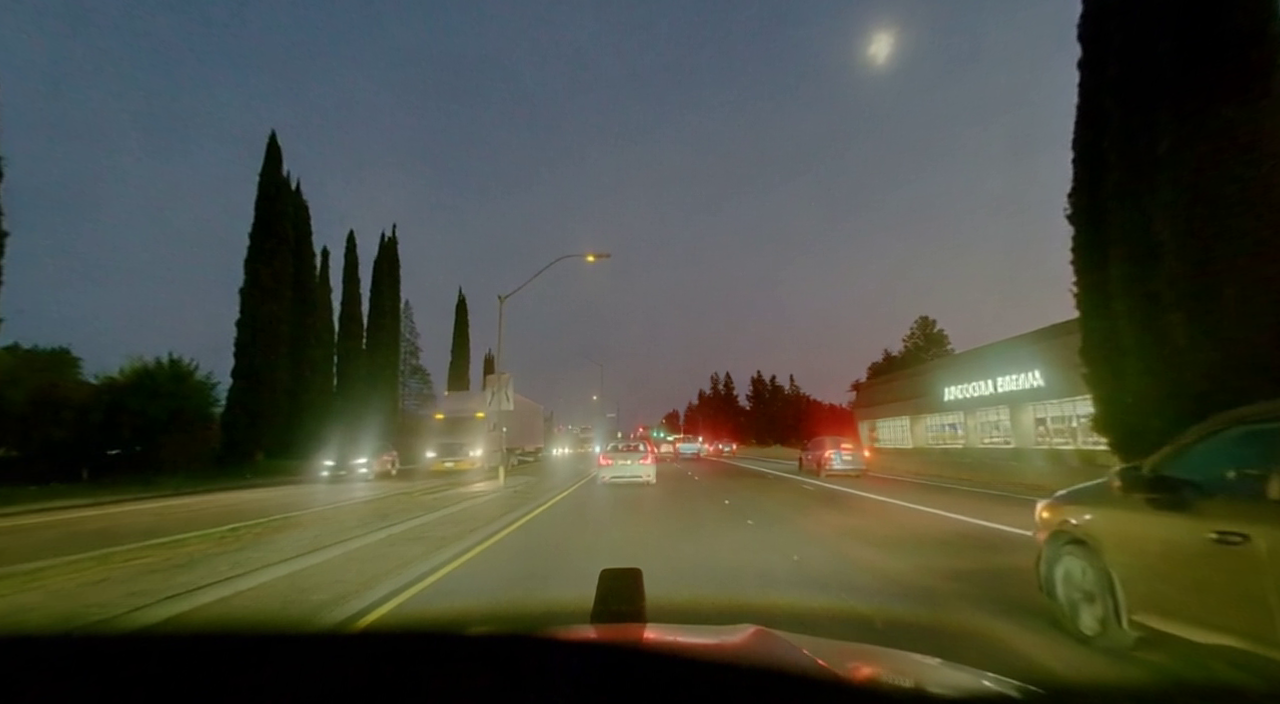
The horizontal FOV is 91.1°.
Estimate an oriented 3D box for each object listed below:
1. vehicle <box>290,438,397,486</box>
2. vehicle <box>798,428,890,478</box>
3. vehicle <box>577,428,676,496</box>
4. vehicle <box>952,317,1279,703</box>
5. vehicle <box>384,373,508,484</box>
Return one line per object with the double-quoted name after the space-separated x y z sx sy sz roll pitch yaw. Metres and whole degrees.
-11.887 4.432 25.588 2.058 1.759 4.577 0 -9 1 "vehicle"
7.772 3.907 24.432 2.090 1.768 4.407 0 -9 0 "vehicle"
-0.329 2.887 16.784 2.315 1.563 4.080 0 -9 0 "vehicle"
3.596 0.793 2.772 2.090 1.763 4.560 0 -9 1 "vehicle"
-8.135 3.441 27.545 3.021 4.215 7.024 0 -9 1 "vehicle"
